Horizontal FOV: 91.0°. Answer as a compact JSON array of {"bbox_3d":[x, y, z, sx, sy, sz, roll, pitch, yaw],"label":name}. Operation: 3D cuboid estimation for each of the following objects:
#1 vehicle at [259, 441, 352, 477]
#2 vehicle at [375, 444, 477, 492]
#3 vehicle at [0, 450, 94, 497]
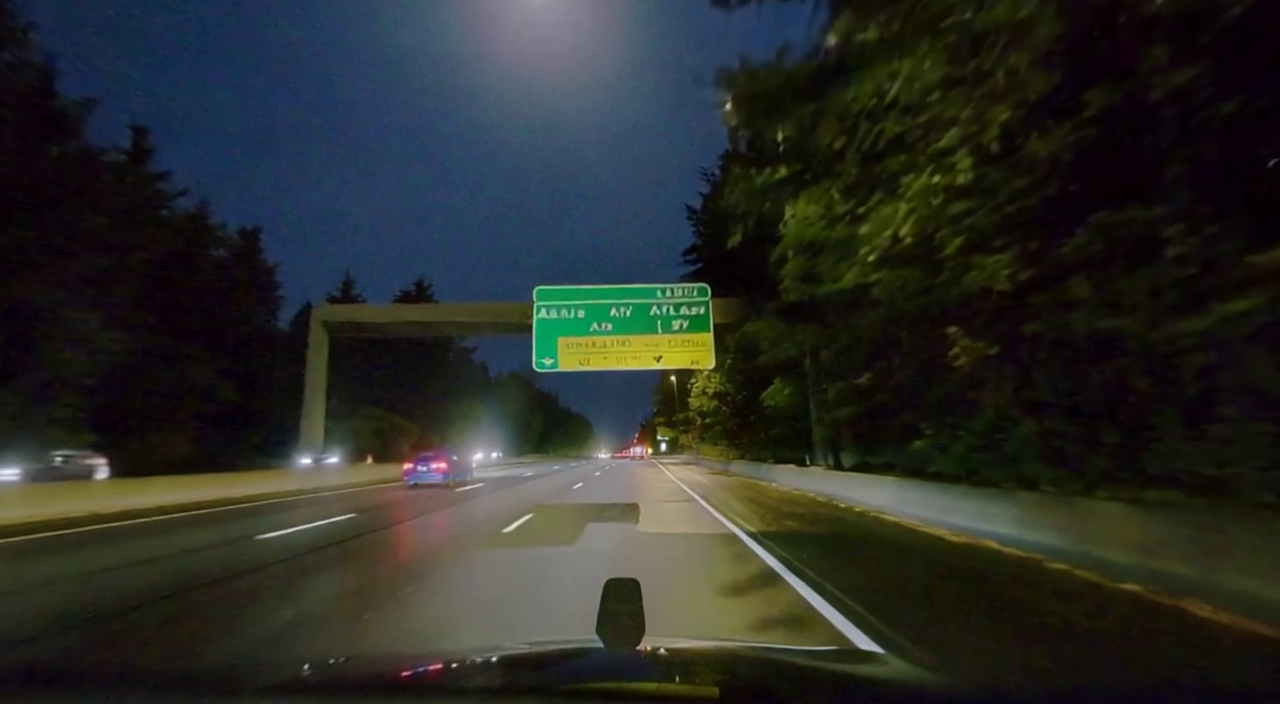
[{"bbox_3d":[-18.065,5.774,34.365,2.055,1.803,5.315,0,-9,1],"label":"vehicle"},{"bbox_3d":[-7.706,4.198,23.210,2.094,1.579,4.655,0,-9,0],"label":"vehicle"},{"bbox_3d":[-25.614,4.833,25.234,2.320,1.776,5.706,0,-9,1],"label":"vehicle"}]
